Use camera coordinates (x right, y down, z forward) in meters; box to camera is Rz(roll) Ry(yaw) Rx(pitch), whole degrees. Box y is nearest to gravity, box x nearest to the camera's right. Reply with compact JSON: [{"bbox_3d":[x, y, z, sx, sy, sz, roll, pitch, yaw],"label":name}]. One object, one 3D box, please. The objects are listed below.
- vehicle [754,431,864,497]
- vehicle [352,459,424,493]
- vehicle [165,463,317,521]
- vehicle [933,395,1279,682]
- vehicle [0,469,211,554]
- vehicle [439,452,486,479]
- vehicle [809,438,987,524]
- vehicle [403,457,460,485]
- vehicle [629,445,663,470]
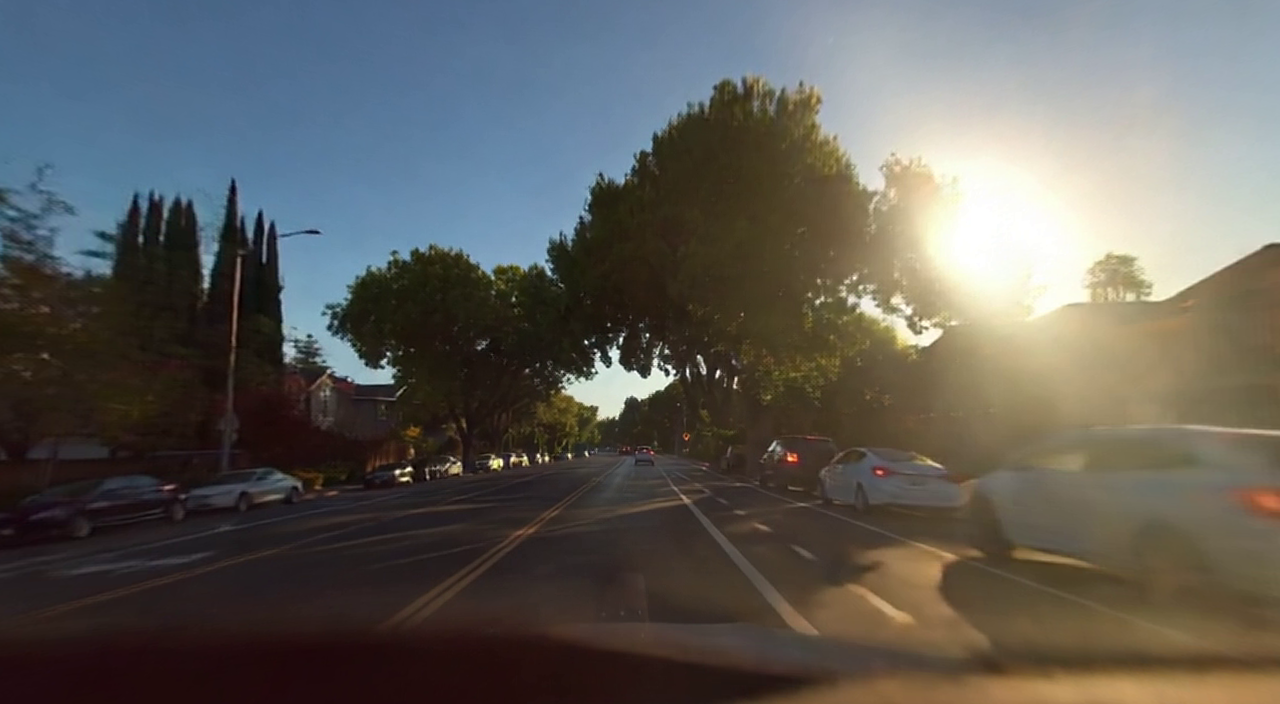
[{"bbox_3d":[5.130,3.486,20.008,2.078,1.813,4.827,0,-9,-1],"label":"vehicle"},{"bbox_3d":[-12.520,6.146,31.702,1.877,1.505,4.125,0,-9,0],"label":"vehicle"},{"bbox_3d":[-12.359,4.342,20.029,1.853,1.497,4.527,0,-9,0],"label":"vehicle"},{"bbox_3d":[5.038,1.413,5.721,2.217,1.775,4.960,0,-8,-2],"label":"vehicle"},{"bbox_3d":[-12.615,3.553,14.672,1.969,1.490,4.675,0,-9,1],"label":"vehicle"},{"bbox_3d":[-12.163,7.794,43.602,1.905,1.503,5.015,-4,-8,-1],"label":"vehicle"},{"bbox_3d":[5.096,2.602,13.280,1.839,1.478,4.459,0,-9,0],"label":"vehicle"},{"bbox_3d":[-12.299,7.034,37.639,1.916,1.463,4.564,0,-9,-1],"label":"vehicle"},{"bbox_3d":[0.328,6.614,39.810,2.022,1.471,3.973,0,-9,-1],"label":"vehicle"}]
